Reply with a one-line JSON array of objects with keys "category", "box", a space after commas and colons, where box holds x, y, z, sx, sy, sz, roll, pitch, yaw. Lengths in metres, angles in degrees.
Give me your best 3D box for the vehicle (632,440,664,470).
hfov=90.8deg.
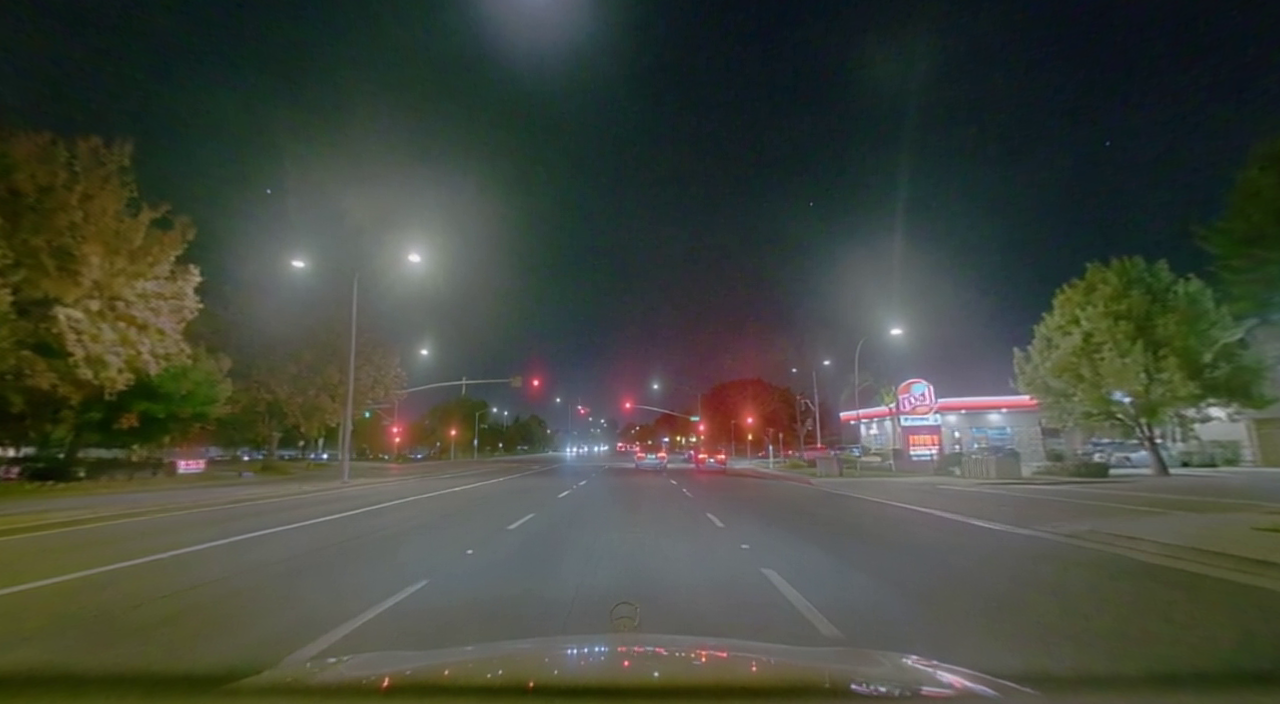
[{"category": "vehicle", "box": [0.622, 7.015, 43.303, 2.096, 1.961, 4.259, 0, -9, 2]}]
